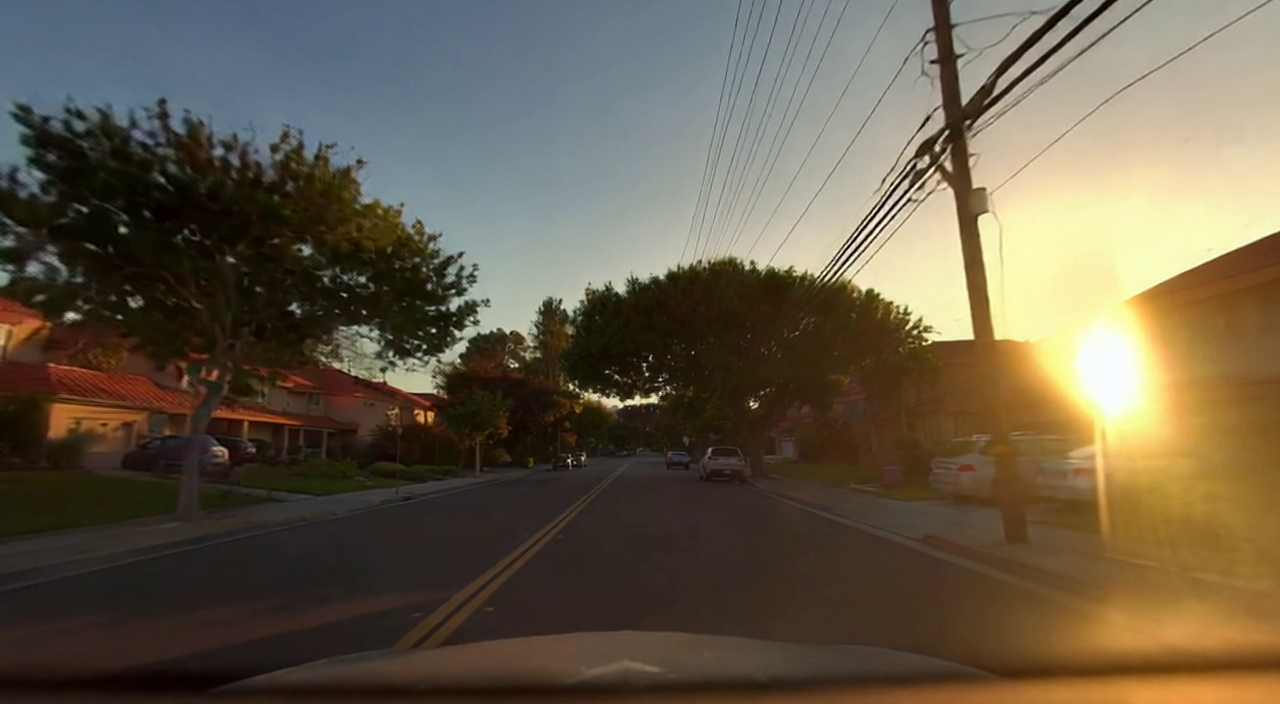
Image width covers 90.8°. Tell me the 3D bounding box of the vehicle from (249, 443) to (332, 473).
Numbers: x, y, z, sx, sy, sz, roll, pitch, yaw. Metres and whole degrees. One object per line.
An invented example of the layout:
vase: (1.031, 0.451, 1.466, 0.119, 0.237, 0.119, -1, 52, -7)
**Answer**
vehicle: (-21.681, 6.586, 39.510, 2.139, 1.746, 5.099, 0, -8, 2)

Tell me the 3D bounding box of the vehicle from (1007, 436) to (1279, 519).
vehicle: (10.391, 2.482, 12.786, 4.625, 1.501, 2.011, 0, -8, 0)

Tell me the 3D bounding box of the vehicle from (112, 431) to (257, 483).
vehicle: (-17.932, 4.178, 25.275, 2.034, 1.829, 5.161, 0, -9, -2)

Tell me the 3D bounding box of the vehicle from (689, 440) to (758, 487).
vehicle: (3.592, 4.908, 28.191, 2.114, 1.858, 5.144, 0, -9, -3)
